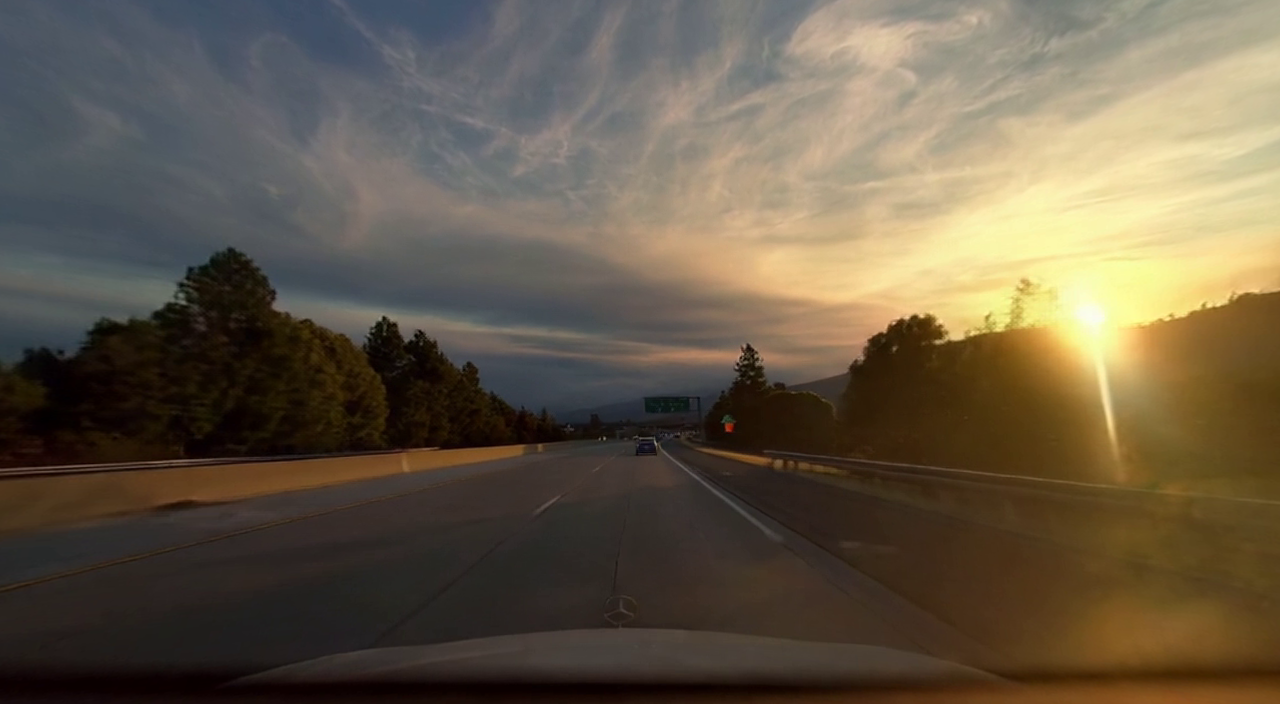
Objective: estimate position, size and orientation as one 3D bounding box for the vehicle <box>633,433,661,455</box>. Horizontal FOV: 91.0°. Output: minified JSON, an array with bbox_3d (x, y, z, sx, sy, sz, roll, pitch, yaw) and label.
[{"bbox_3d":[0.542,7.216,49.428,2.058,1.649,3.942,0,-8,0],"label":"vehicle"}]
